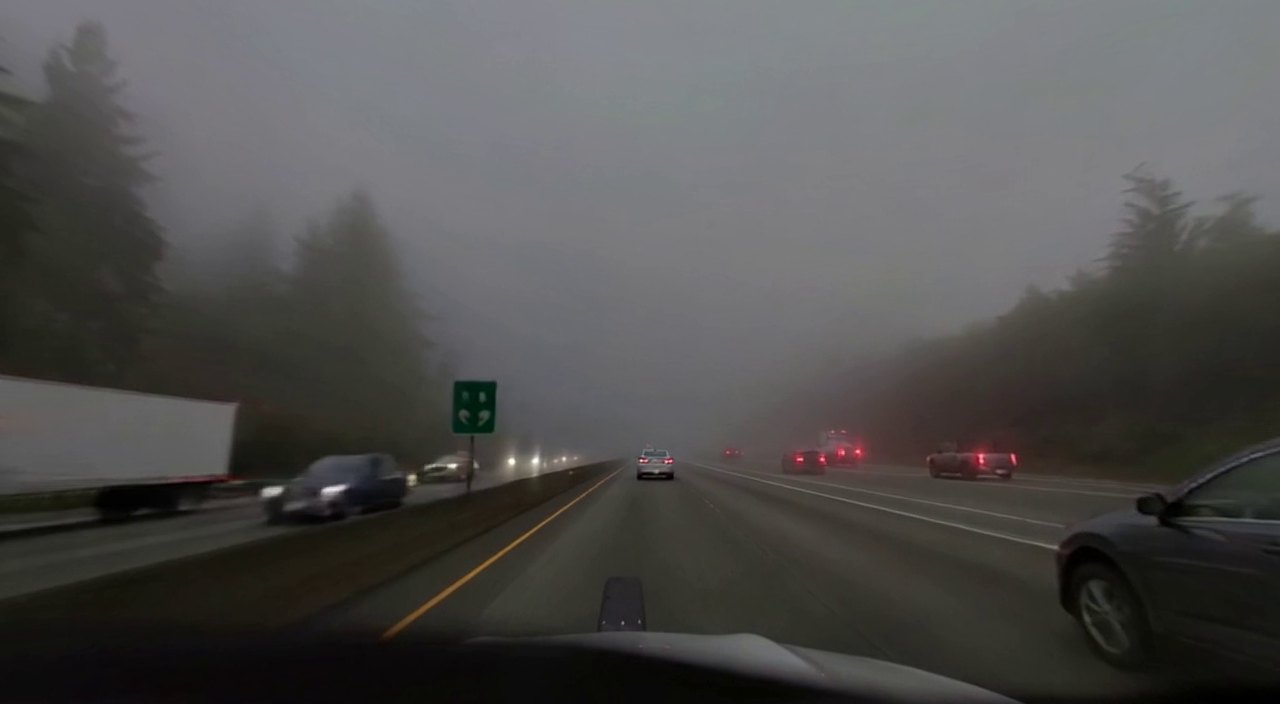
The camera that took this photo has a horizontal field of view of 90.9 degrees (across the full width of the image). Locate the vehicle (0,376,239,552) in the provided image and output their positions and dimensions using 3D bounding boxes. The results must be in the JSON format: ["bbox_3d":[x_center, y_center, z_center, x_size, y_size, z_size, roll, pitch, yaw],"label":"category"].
[{"bbox_3d":[-14.650,2.416,13.673,2.812,3.601,13.744,0,-9,1],"label":"vehicle"}]

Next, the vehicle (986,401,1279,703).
[{"bbox_3d":[3.702,0.952,2.653,2.029,1.475,4.279,0,-9,0],"label":"vehicle"}]

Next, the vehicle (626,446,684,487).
[{"bbox_3d":[0.555,4.639,25.808,2.177,1.520,4.278,0,-9,0],"label":"vehicle"}]

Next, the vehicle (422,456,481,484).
[{"bbox_3d":[-11.191,7.033,37.776,2.103,1.481,4.610,0,-9,1],"label":"vehicle"}]

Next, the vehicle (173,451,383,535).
[{"bbox_3d":[-7.503,2.921,13.741,1.911,1.497,4.500,0,-9,0],"label":"vehicle"}]

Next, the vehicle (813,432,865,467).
[{"bbox_3d":[14.925,7.333,47.533,2.115,2.446,5.323,0,-9,-1],"label":"vehicle"}]
